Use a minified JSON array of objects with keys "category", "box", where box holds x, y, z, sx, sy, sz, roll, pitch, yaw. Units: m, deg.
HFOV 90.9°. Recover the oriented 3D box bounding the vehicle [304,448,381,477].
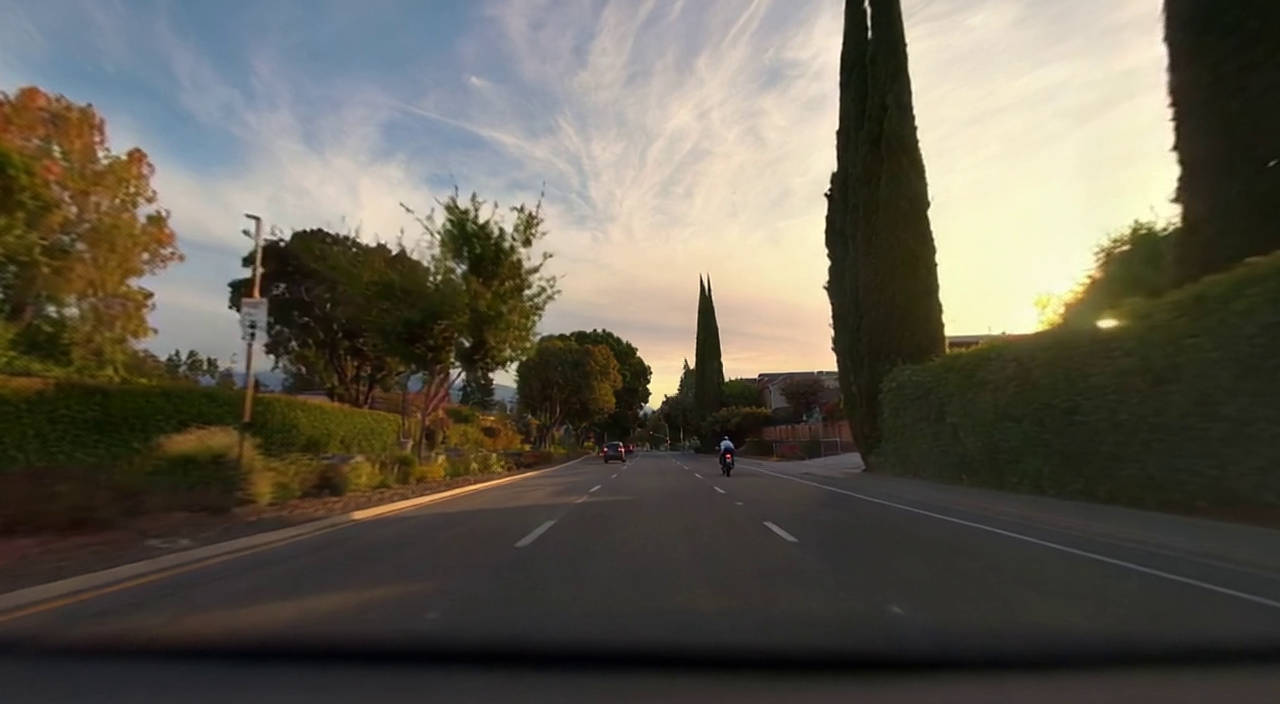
[{"category":"vehicle","box":[-16.684,6.209,35.643,1.963,1.480,4.659,-1,-8,1]}]
